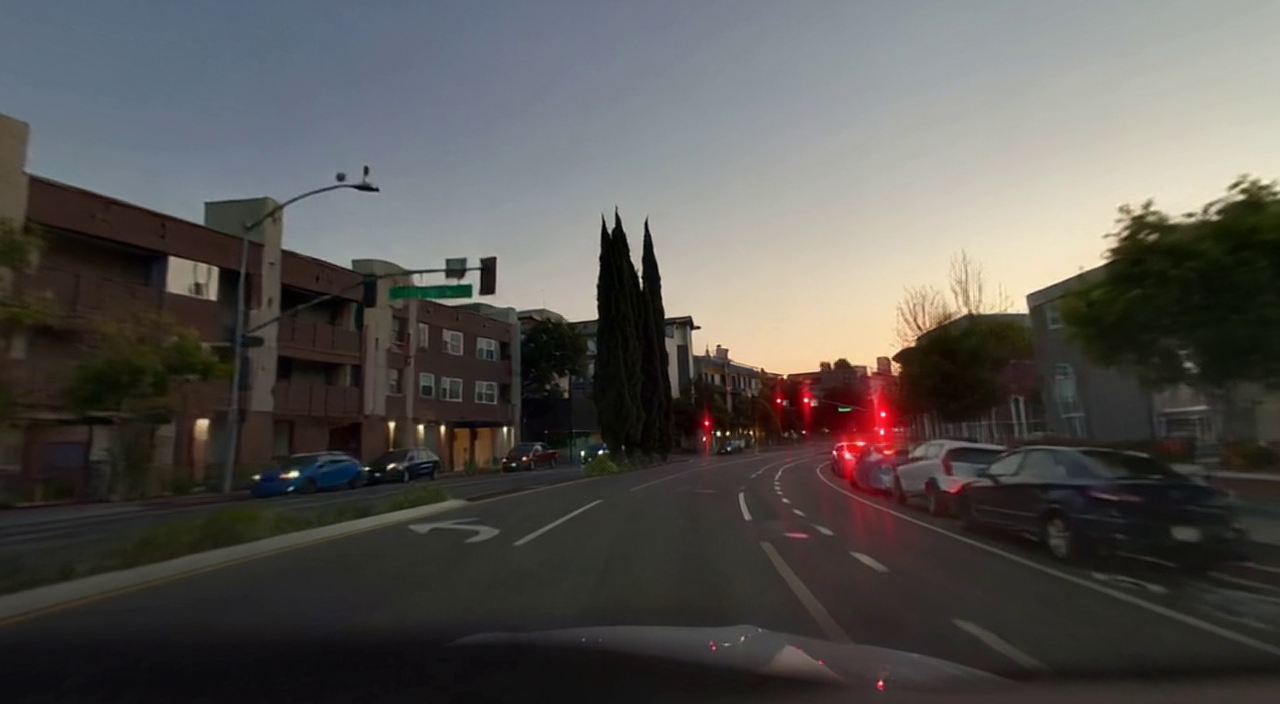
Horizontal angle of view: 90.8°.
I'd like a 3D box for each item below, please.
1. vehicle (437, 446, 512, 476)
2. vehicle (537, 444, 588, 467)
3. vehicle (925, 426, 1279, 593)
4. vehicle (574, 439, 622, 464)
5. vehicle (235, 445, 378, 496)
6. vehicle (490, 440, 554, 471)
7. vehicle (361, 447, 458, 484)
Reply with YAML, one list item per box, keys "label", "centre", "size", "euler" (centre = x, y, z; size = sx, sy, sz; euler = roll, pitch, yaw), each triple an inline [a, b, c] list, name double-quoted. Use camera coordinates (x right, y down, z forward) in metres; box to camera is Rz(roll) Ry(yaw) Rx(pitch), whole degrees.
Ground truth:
- label: "vehicle"
  centre: [-8.702, 5.738, 33.642]
  size: [1.811, 1.459, 4.702]
  euler: [-2, -9, 13]
- label: "vehicle"
  centre: [-5.335, 7.227, 44.254]
  size: [1.830, 1.497, 4.436]
  euler: [-3, -9, 18]
- label: "vehicle"
  centre: [5.576, 1.778, 8.151]
  size: [1.977, 1.497, 4.680]
  euler: [-1, -8, 5]
- label: "vehicle"
  centre: [-3.251, 7.807, 49.784]
  size: [2.083, 1.882, 4.642]
  euler: [-3, -9, 19]
- label: "vehicle"
  centre: [-11.070, 3.937, 21.428]
  size: [1.882, 1.508, 4.476]
  euler: [-1, -8, 9]
- label: "vehicle"
  centre: [-7.112, 6.279, 38.699]
  size: [1.933, 1.759, 5.002]
  euler: [-2, -9, 13]
- label: "vehicle"
  centre: [-10.015, 4.923, 27.885]
  size: [1.841, 1.444, 4.554]
  euler: [-2, -8, 11]
